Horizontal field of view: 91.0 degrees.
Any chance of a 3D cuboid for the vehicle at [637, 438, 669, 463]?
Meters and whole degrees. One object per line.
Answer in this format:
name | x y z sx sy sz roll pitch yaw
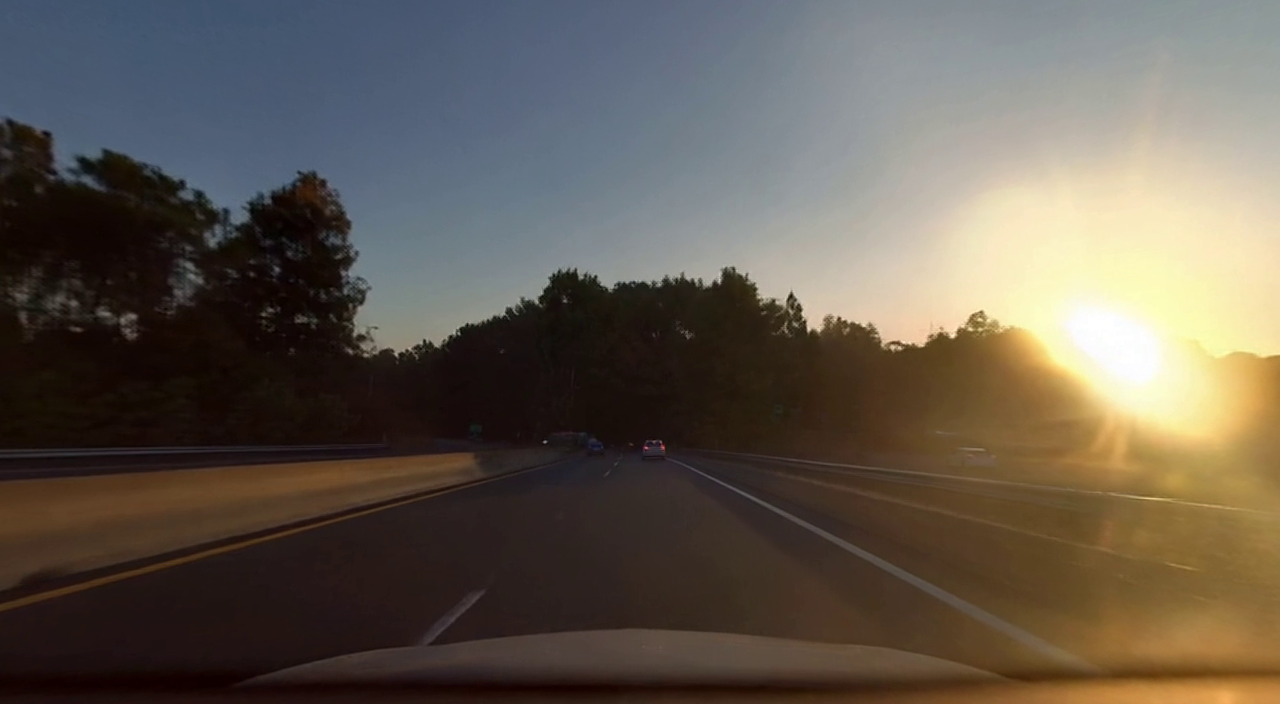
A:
vehicle | 0.828 6.531 41.775 1.966 1.542 3.979 0 -8 -1
